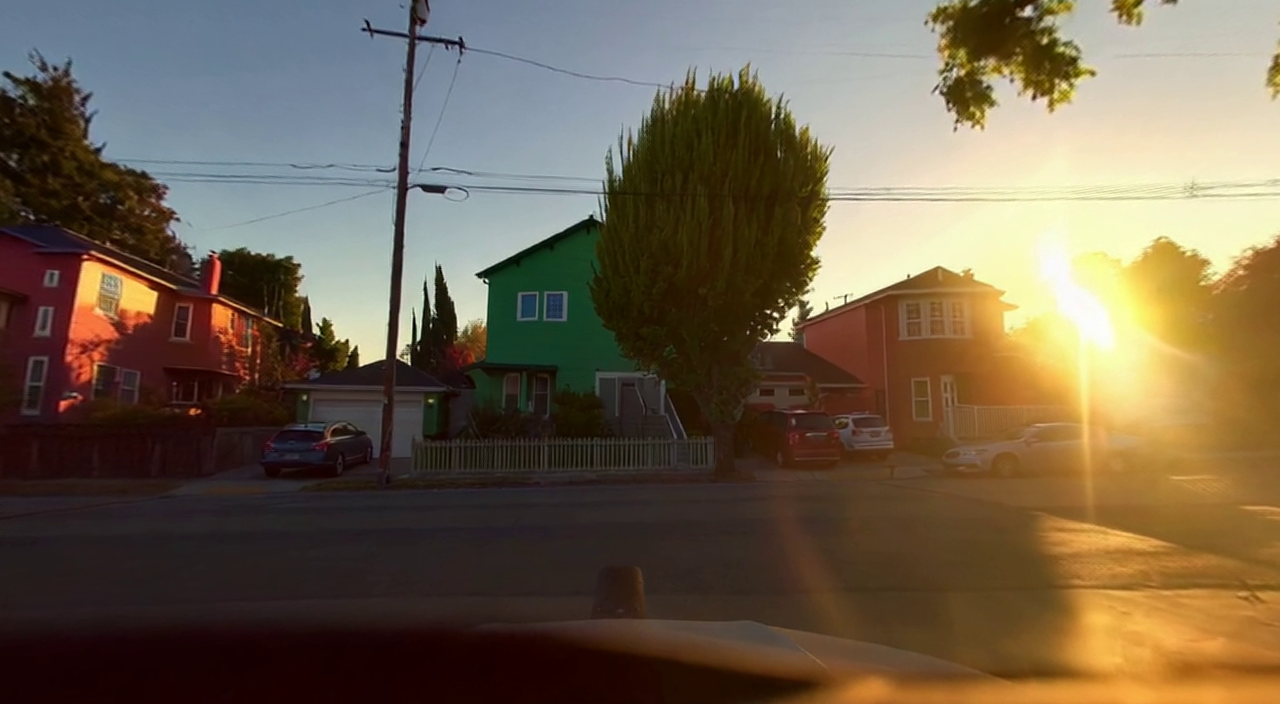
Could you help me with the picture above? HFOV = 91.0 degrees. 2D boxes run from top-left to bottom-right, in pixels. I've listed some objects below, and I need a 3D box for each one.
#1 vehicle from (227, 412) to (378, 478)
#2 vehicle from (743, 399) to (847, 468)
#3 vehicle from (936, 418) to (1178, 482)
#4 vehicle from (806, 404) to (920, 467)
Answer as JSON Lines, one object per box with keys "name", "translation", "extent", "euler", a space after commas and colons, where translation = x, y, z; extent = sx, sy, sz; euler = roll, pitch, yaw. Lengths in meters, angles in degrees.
{"name": "vehicle", "translation": [-10.129, 2.878, 19.438], "extent": [2.091, 1.760, 4.760], "euler": [0, -9, -1]}
{"name": "vehicle", "translation": [4.678, 2.535, 19.783], "extent": [2.081, 1.891, 4.367], "euler": [0, -7, -1]}
{"name": "vehicle", "translation": [10.306, 2.468, 15.888], "extent": [4.644, 1.482, 1.997], "euler": [0, -9, 1]}
{"name": "vehicle", "translation": [6.862, 2.675, 19.908], "extent": [2.053, 1.756, 4.034], "euler": [0, -8, -1]}
